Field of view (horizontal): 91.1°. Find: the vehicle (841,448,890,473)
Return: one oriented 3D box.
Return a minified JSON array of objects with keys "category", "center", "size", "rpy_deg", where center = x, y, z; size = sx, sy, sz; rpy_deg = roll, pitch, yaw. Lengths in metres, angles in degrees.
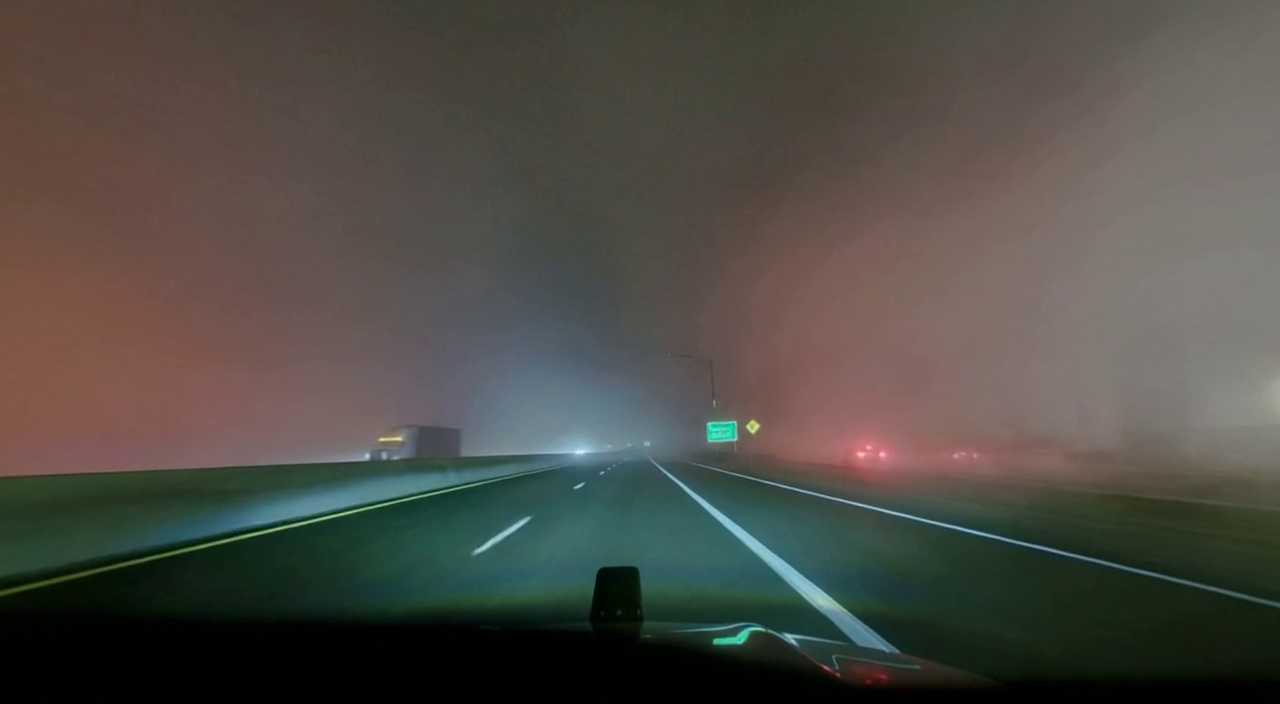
[{"category":"vehicle","center":[15.425,7.409,43.132],"size":[1.834,1.555,3.751],"rpy_deg":[0,-9,-2]}]
